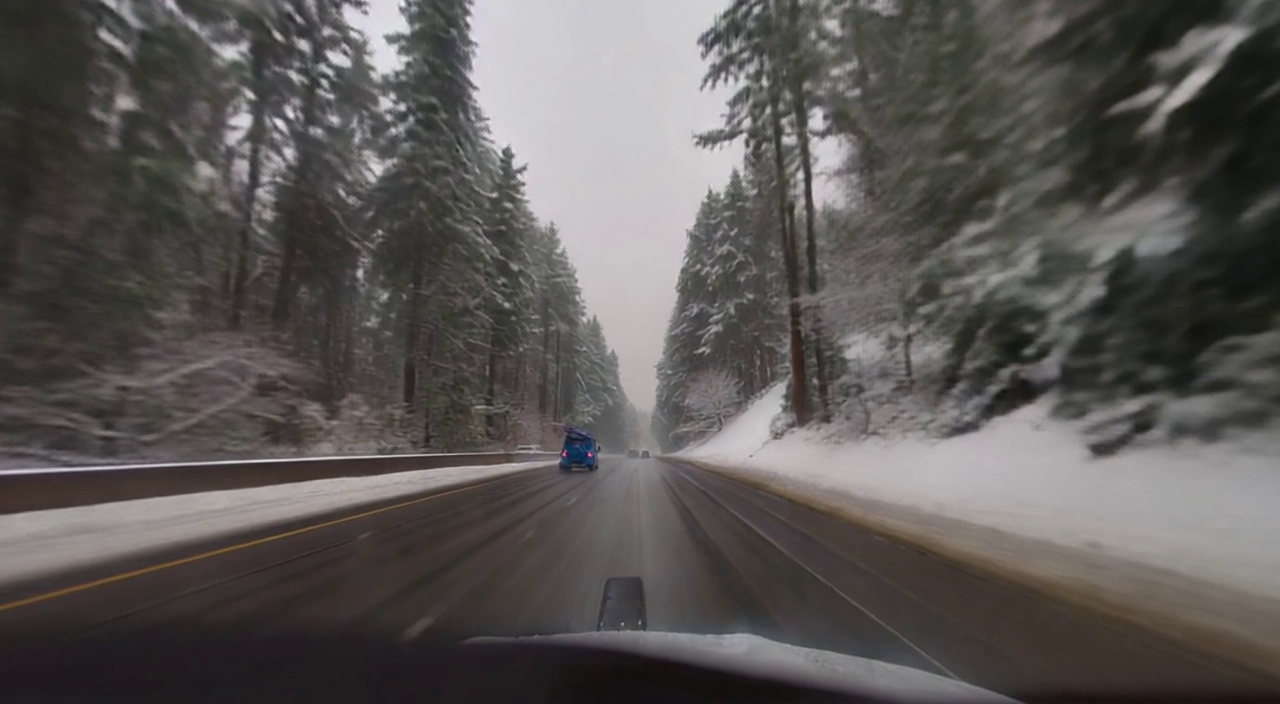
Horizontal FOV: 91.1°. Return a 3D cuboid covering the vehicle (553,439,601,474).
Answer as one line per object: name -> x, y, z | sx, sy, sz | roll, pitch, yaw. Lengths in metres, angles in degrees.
vehicle -> -3.376, 5.677, 34.474 | 2.084, 1.752, 4.479 | 0, -8, 1
